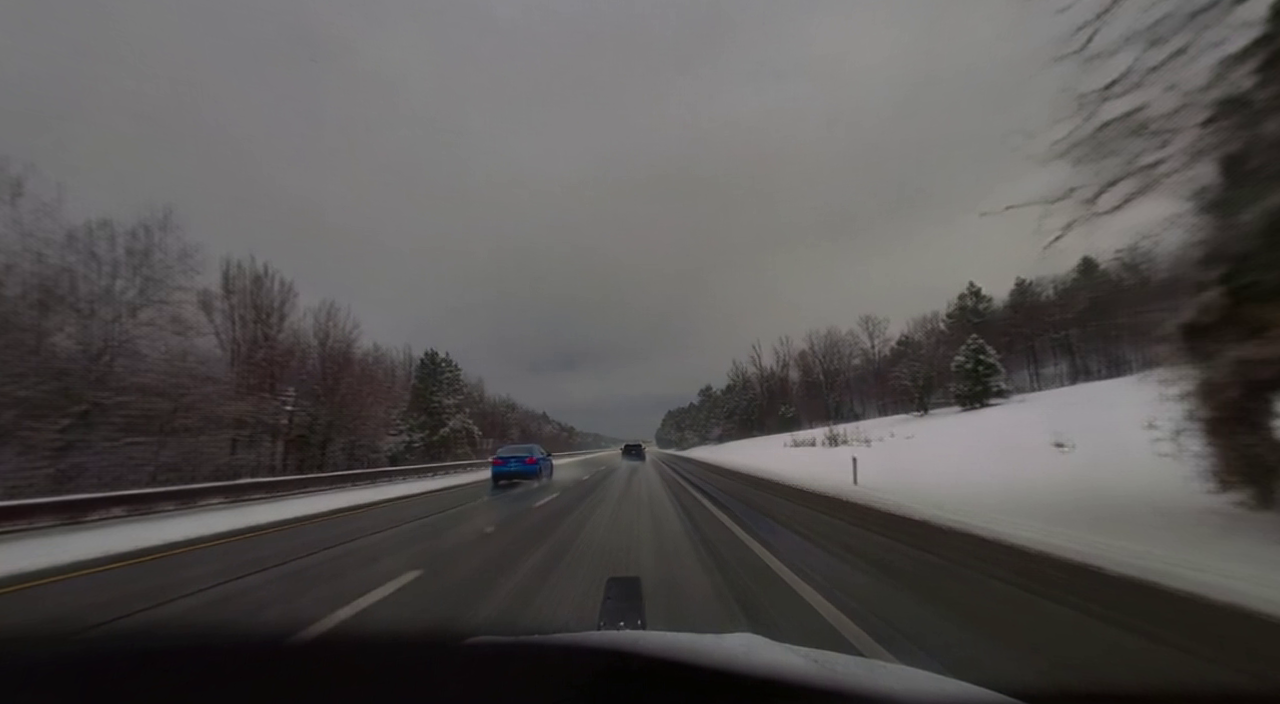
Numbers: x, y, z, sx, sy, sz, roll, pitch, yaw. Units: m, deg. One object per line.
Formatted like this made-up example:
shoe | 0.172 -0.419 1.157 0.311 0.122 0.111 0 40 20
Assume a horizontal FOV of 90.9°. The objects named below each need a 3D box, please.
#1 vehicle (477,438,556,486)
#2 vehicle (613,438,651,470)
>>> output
vehicle | -4.546 4.118 23.868 2.113 1.656 4.215 0 -9 1
vehicle | -0.453 6.053 37.561 2.126 1.786 3.958 0 -9 -1
